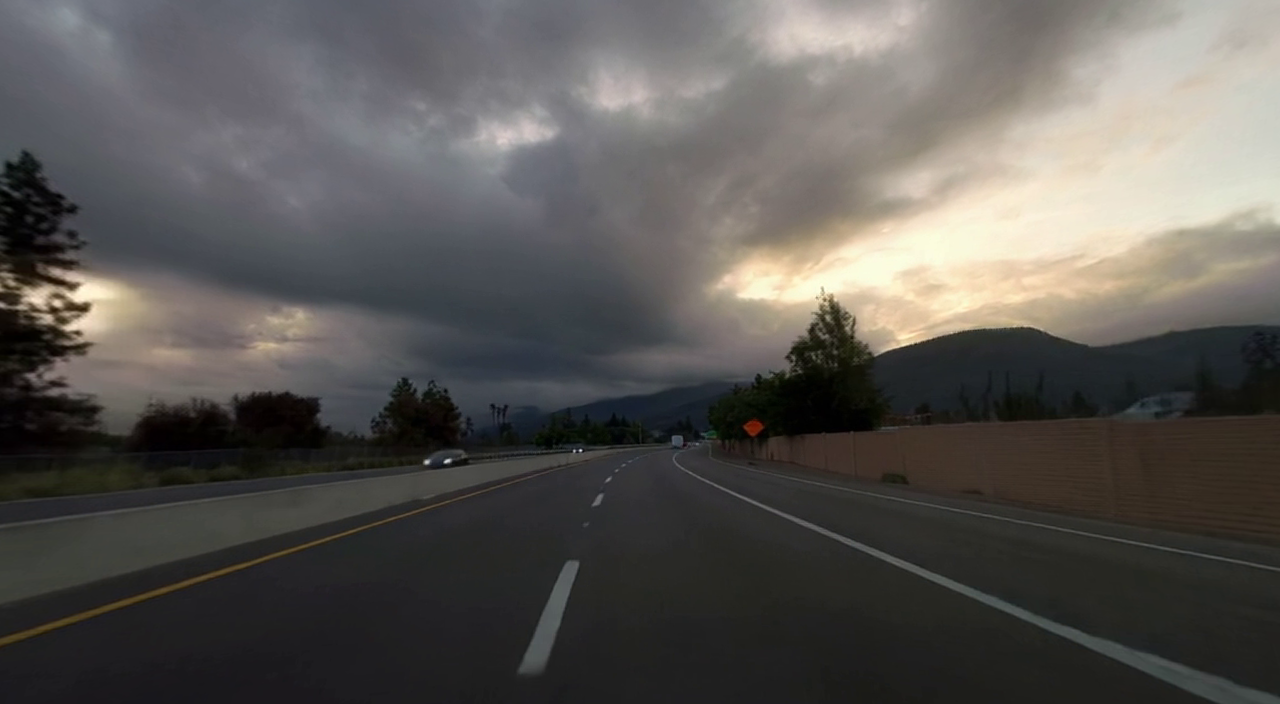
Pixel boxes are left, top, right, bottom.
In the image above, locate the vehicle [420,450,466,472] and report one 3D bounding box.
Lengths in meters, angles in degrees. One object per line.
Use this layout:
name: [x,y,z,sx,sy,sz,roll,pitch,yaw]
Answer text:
vehicle: [-14.638,8.098,46.956,1.950,1.472,4.638,-1,-9,1]
